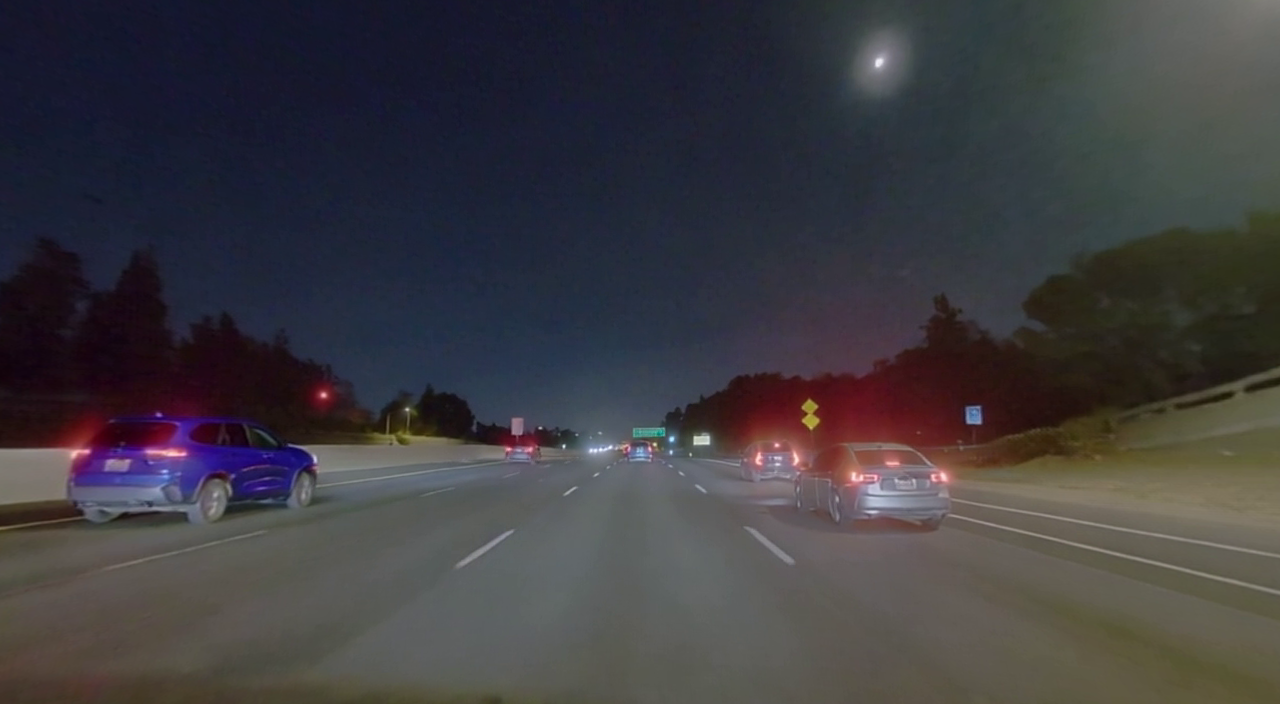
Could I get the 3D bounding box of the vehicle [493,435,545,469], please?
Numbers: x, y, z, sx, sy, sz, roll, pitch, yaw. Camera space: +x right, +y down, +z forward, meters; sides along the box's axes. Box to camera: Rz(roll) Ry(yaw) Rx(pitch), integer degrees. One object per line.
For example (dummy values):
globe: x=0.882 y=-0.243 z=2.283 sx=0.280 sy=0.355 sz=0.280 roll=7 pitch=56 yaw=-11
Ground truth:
vehicle: x=-6.896 y=5.750 z=36.375 sx=2.111 sy=1.811 sz=4.391 roll=0 pitch=-9 yaw=1

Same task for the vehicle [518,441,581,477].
vehicle: x=-3.880 y=4.689 z=27.767 sx=2.071 sy=1.478 sz=4.130 roll=0 pitch=-9 yaw=1

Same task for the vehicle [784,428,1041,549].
vehicle: x=3.955 y=2.066 z=10.236 sx=2.141 sy=1.507 sz=4.510 roll=0 pitch=-9 yaw=0

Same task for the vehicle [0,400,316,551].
vehicle: x=-7.498 y=1.866 z=10.099 sx=2.142 sy=1.849 sz=4.566 roll=0 pitch=-9 yaw=0

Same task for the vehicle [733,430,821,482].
vehicle: x=5.029 y=3.902 z=23.763 sx=2.335 sy=1.759 sz=4.297 roll=0 pitch=-9 yaw=0

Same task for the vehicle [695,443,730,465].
vehicle: x=4.986 y=7.084 z=43.836 sx=1.944 sy=1.465 sz=4.245 roll=0 pitch=-9 yaw=0

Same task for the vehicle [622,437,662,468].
vehicle: x=0.104 y=5.794 z=36.333 sx=2.158 sy=1.706 sz=4.219 roll=0 pitch=-9 yaw=-1
